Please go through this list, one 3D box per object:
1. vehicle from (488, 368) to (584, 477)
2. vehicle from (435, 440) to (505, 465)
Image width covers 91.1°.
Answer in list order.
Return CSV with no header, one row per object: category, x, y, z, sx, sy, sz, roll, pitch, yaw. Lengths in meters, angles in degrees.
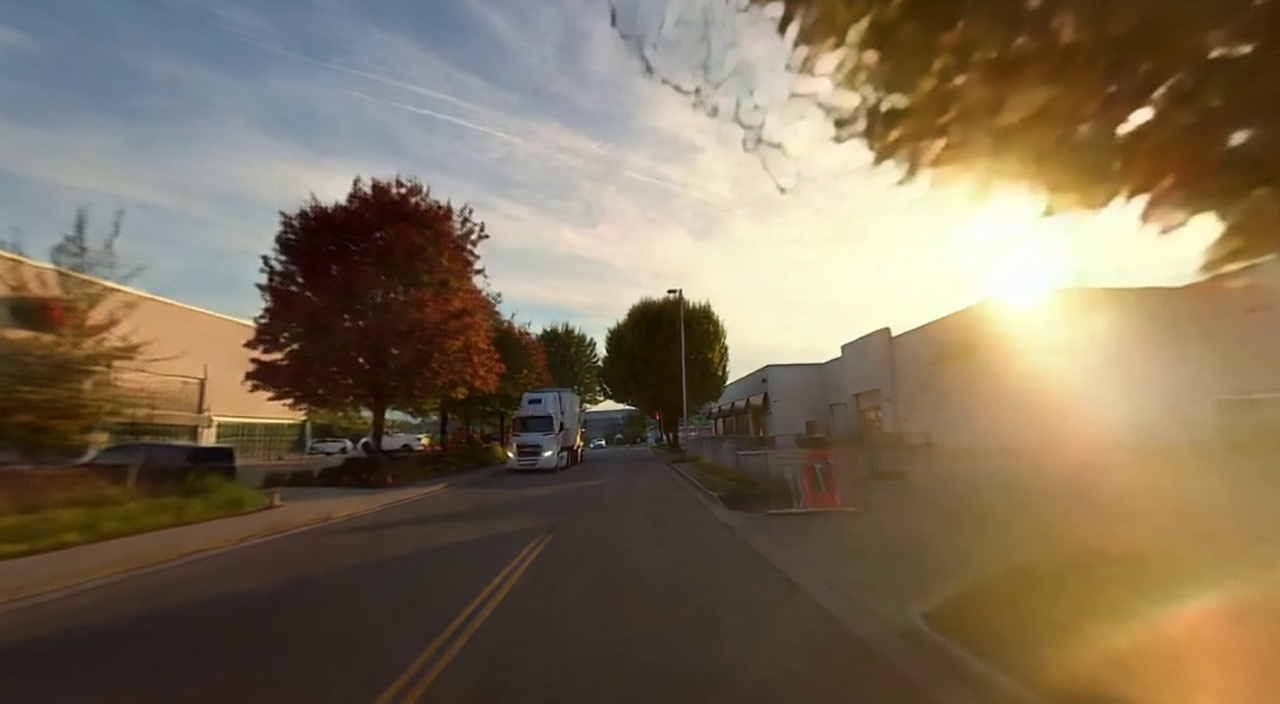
vehicle,-5.288,4.046,35.489,2.976,4.754,15.127,-1,-7,0
vehicle,-10.554,6.259,39.116,3.893,1.413,1.625,-1,-8,-1
